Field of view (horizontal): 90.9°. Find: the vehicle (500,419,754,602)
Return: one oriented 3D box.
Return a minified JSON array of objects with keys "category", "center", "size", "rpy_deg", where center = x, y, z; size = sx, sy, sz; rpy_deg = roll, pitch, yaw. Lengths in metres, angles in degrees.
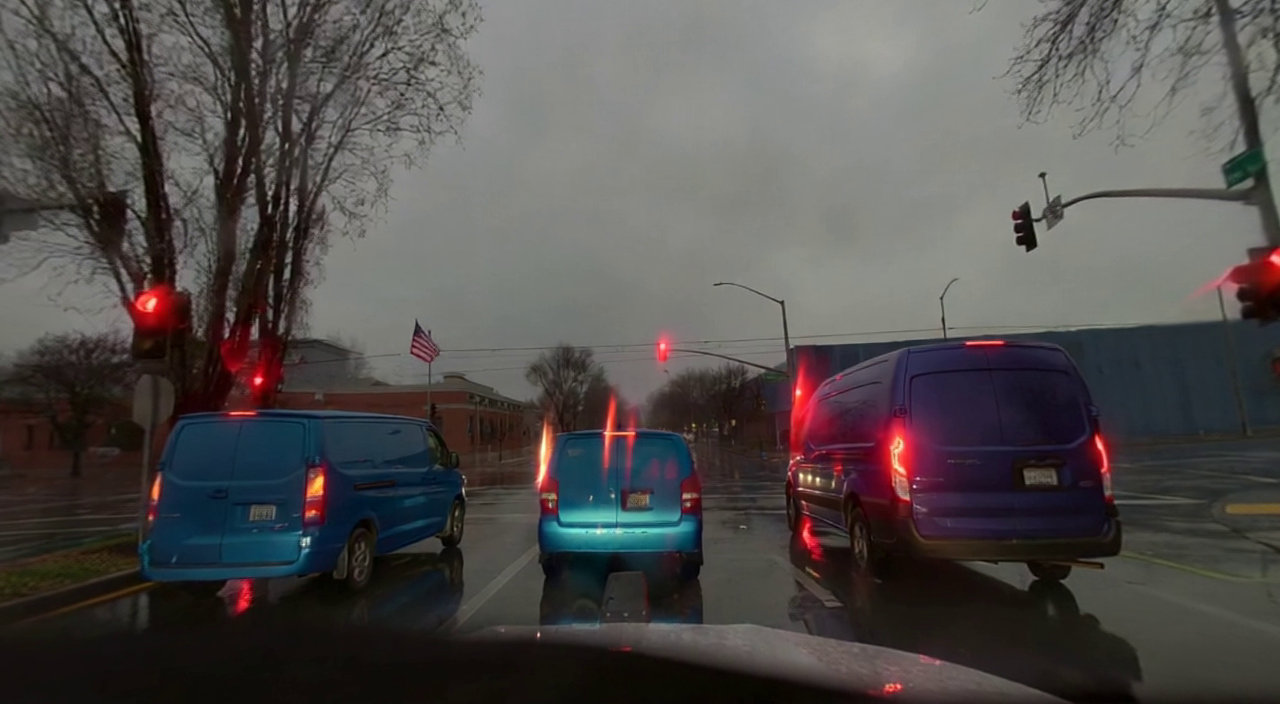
[{"category":"vehicle","center":[-0.148,1.621,7.342],"size":[2.098,1.494,4.118],"rpy_deg":[0,-9,-1]}]

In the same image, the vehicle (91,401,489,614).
[{"category":"vehicle","center":[-3.306,1.542,7.117],"size":[2.024,1.677,3.998],"rpy_deg":[-1,-9,3]}]

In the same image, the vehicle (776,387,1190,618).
[{"category":"vehicle","center":[3.086,1.474,7.067],"size":[2.178,1.746,4.400],"rpy_deg":[0,-9,1]}]
